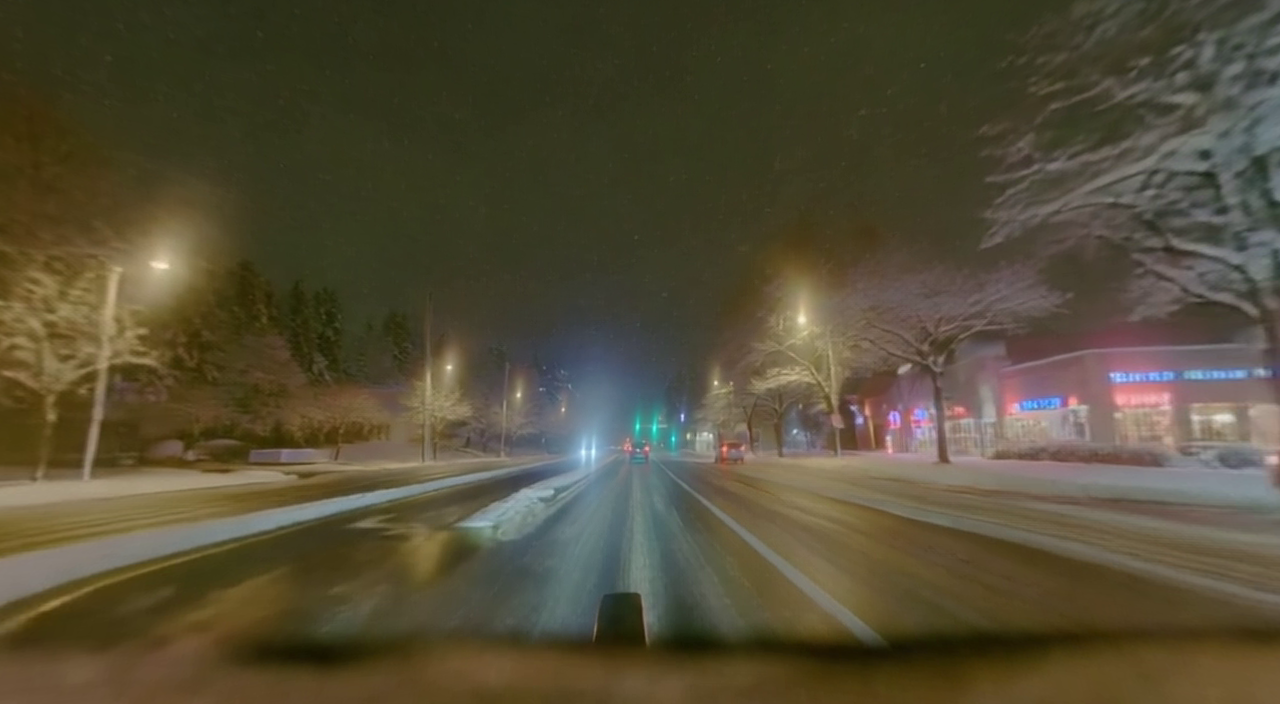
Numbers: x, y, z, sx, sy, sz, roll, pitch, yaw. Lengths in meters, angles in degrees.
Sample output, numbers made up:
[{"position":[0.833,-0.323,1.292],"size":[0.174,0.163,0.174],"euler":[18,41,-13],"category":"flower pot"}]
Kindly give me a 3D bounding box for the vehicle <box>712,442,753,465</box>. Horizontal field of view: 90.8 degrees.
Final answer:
[{"position":[6.349,7.014,43.856],"size":[2.024,1.475,4.600],"euler":[0,-8,-2],"category":"vehicle"}]
